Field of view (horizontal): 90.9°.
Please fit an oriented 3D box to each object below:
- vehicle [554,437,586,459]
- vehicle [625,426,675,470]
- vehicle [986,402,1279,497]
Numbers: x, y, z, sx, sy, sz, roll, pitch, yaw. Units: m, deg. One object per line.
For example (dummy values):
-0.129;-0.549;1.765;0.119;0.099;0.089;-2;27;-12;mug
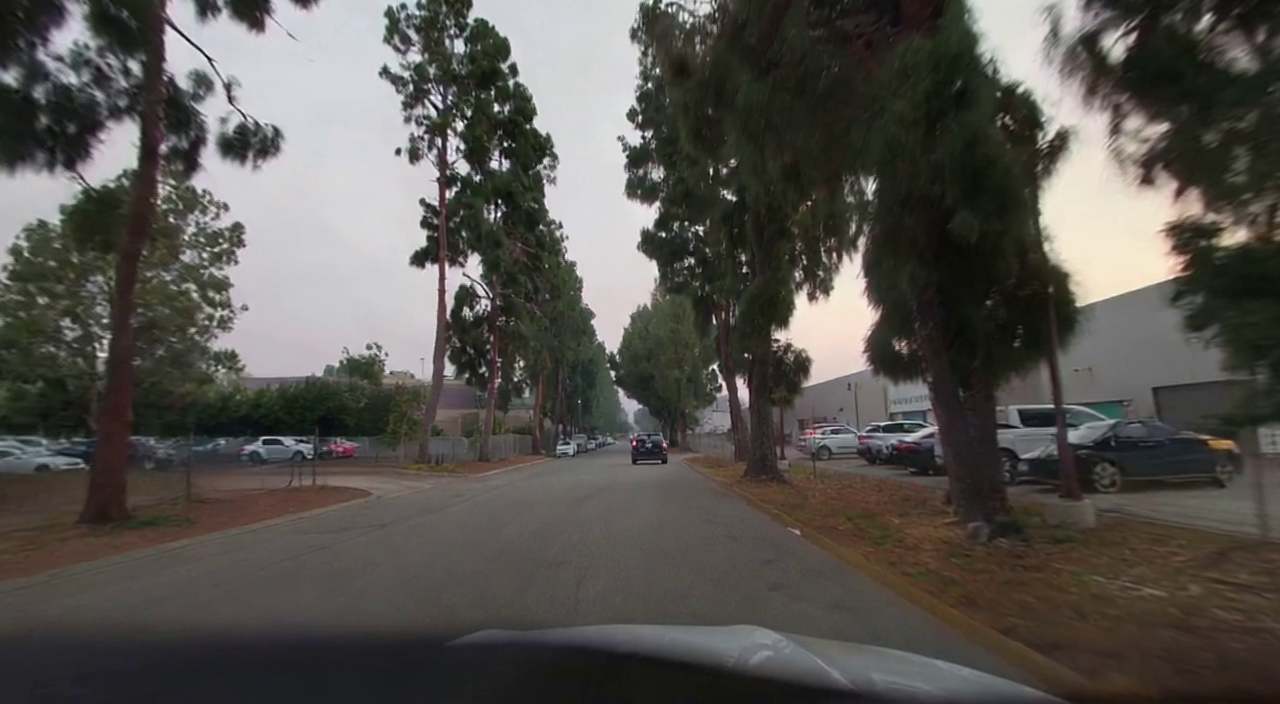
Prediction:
-5.438;7.533;49.361;1.938;1.500;4.130;-3;-9;-1;vehicle
0.491;4.443;29.485;2.152;1.874;4.042;0;-8;1;vehicle
9.269;1.827;11.997;4.164;1.640;1.953;0;-8;3;vehicle
